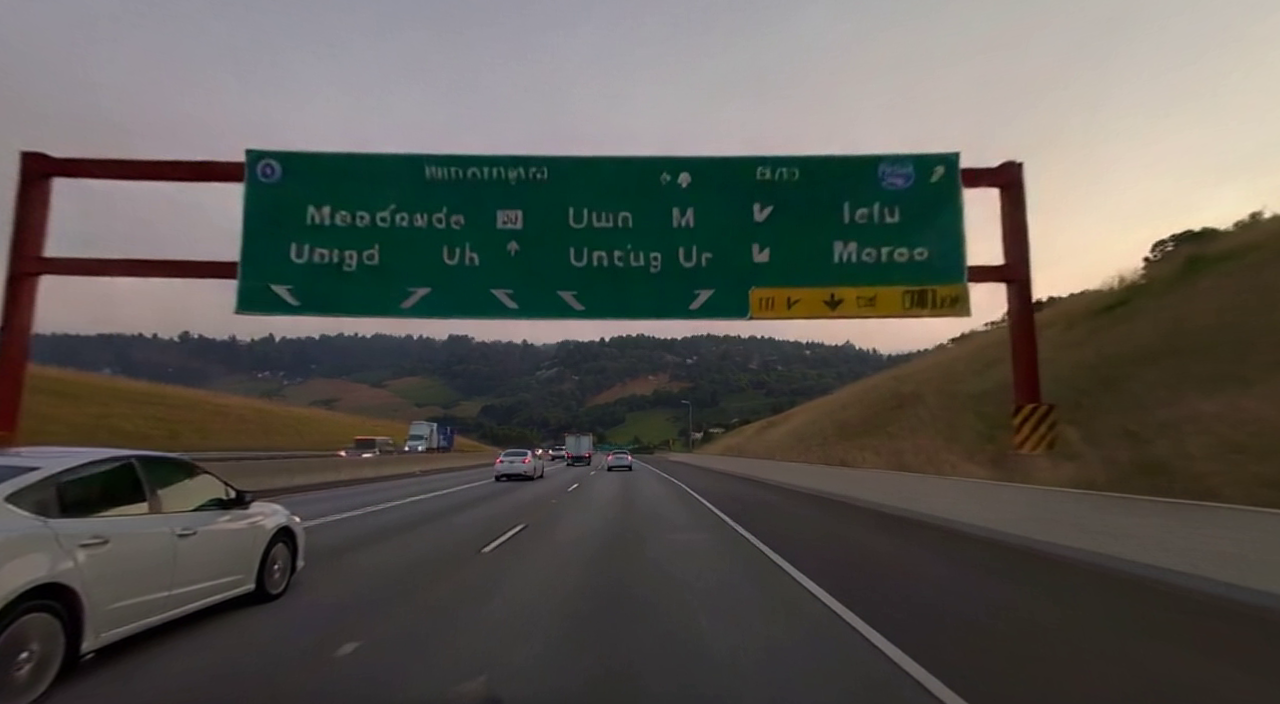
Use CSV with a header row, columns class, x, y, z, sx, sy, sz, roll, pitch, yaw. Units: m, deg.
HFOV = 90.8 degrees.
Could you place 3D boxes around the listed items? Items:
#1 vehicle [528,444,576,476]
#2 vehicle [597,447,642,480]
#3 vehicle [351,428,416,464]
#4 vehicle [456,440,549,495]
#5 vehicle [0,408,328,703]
class,x,y,z,sx,sy,sz,roll,pitch,yaw
vehicle,-4.777,5.913,34.798,2.118,1.624,4.032,0,-9,-1
vehicle,-0.969,5.238,29.854,1.988,1.440,4.201,0,-9,-2
vehicle,-19.943,7.360,49.416,2.503,2.619,6.826,0,-9,-3
vehicle,-4.403,3.784,20.997,2.208,1.619,4.162,0,-9,-1
vehicle,-3.853,1.161,3.807,1.892,1.492,3.940,0,-9,0
